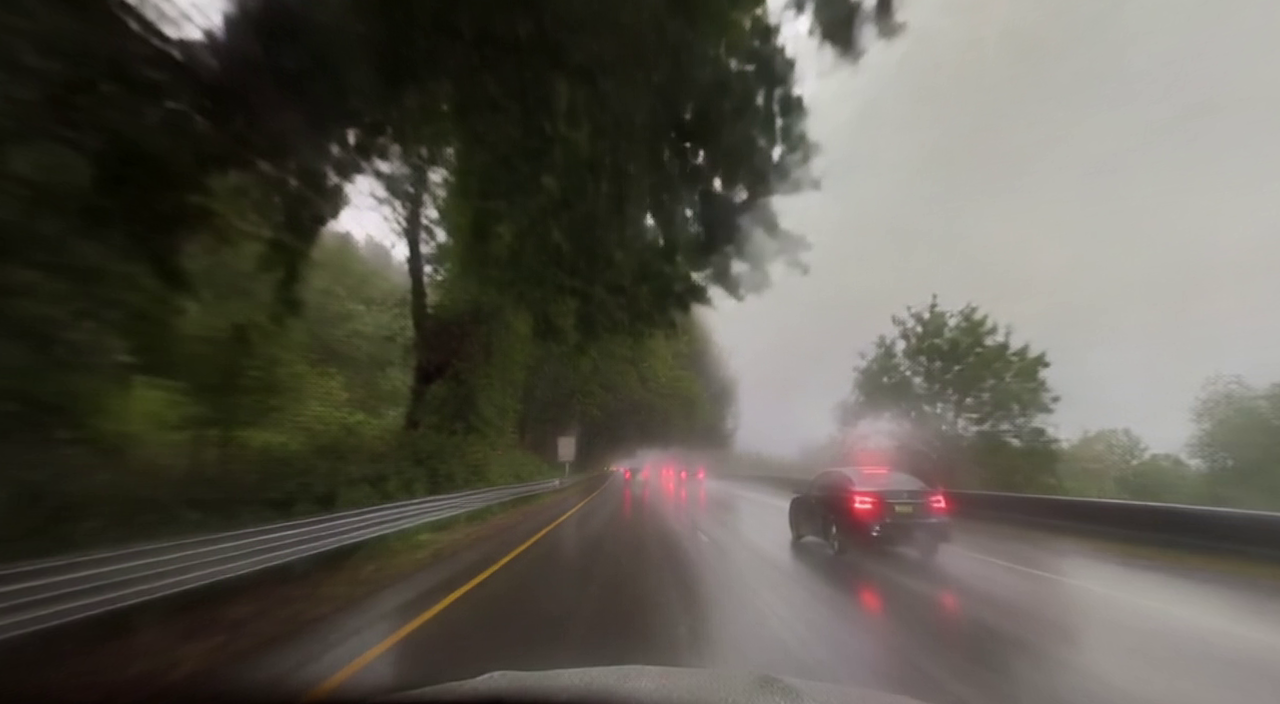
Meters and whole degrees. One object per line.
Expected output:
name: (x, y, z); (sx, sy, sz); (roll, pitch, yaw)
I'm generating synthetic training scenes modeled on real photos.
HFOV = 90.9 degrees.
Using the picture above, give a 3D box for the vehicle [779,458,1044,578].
vehicle: (3.871, 2.492, 10.222); (2.018, 1.426, 4.941); (1, -10, -1)

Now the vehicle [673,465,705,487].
vehicle: (3.549, 9.033, 45.976); (1.976, 1.467, 3.783); (1, -10, -1)

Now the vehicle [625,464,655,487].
vehicle: (-0.008, 8.514, 43.437); (1.980, 1.483, 3.865); (1, -10, 0)
